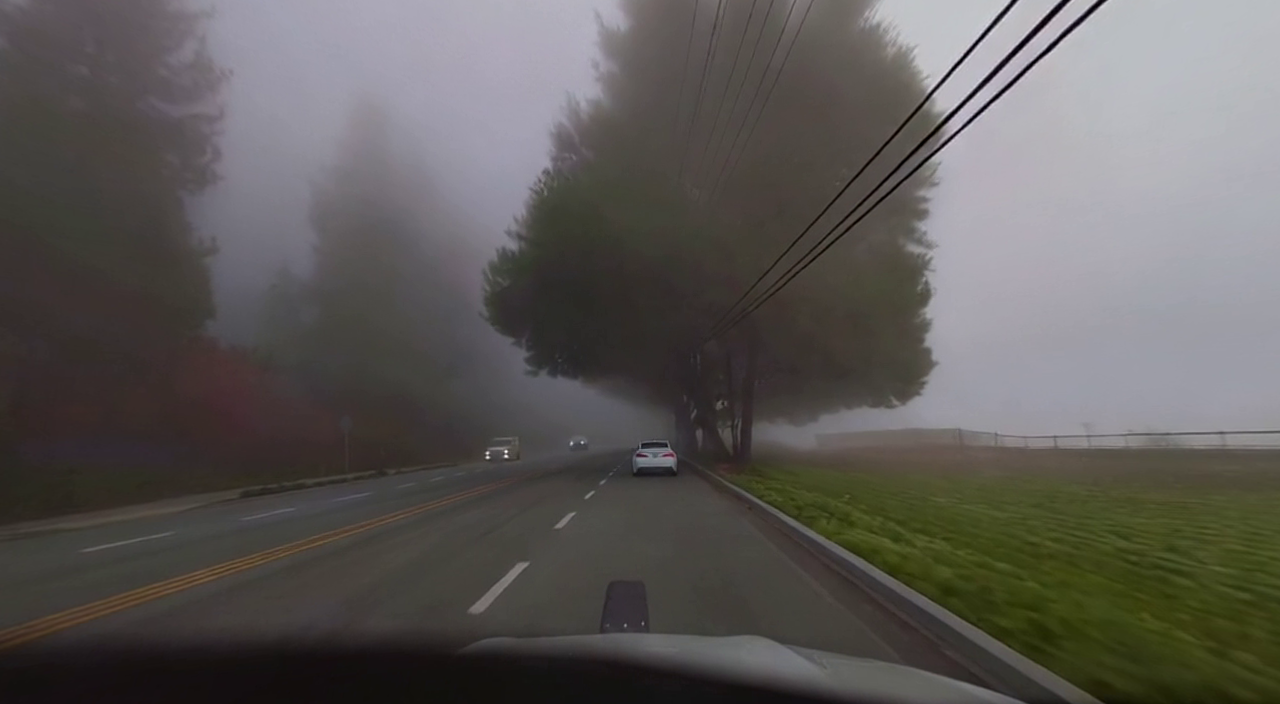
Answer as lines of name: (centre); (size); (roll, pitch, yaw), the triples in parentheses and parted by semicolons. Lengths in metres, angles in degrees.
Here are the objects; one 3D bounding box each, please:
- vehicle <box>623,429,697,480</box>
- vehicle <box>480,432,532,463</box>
vehicle: (0.589, 3.348, 20.782); (2.153, 1.461, 4.374); (0, -8, 0)
vehicle: (-8.985, 6.449, 42.748); (2.287, 1.964, 5.437); (0, -8, 0)
